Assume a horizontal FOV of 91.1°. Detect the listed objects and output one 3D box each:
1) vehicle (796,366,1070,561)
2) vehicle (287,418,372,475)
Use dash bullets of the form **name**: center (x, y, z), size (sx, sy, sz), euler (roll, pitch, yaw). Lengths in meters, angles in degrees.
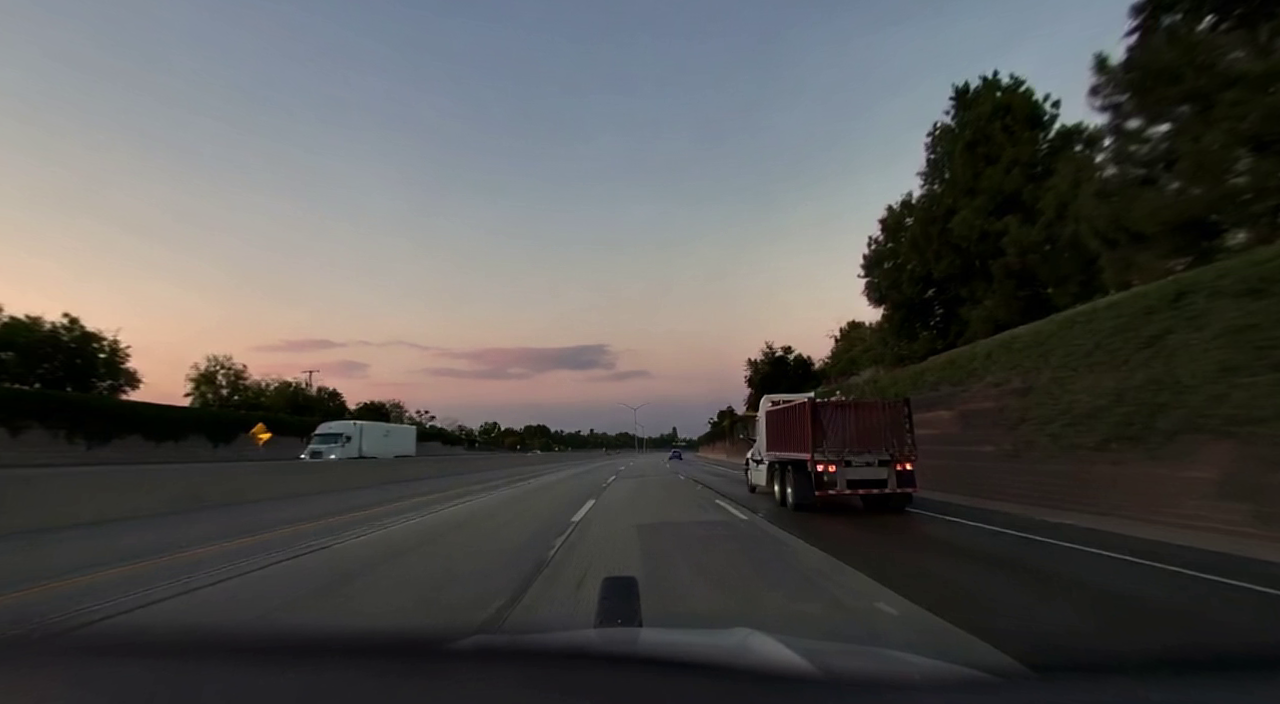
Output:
- **vehicle**: center (4.248, 1.730, 10.174), size (2.215, 2.461, 4.234), euler (0, -9, -2)
- **vehicle**: center (-23.324, 7.195, 47.668), size (3.156, 4.015, 5.992), euler (-1, -9, 1)
